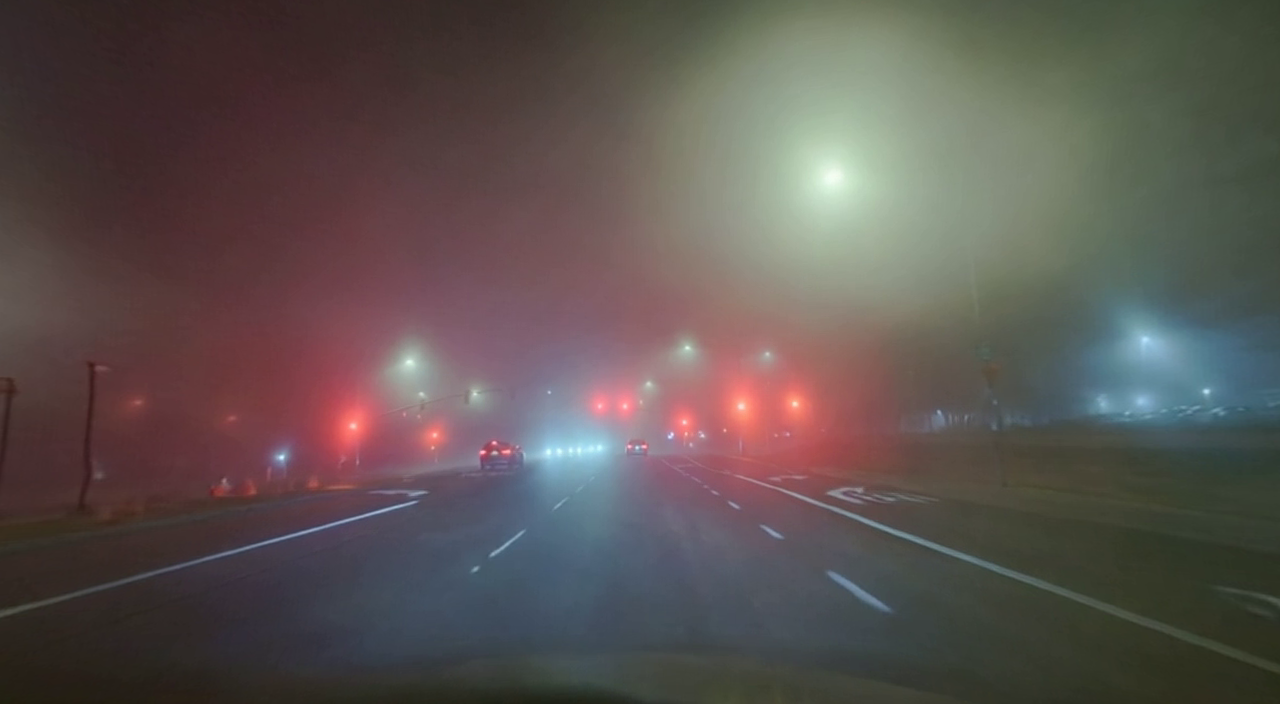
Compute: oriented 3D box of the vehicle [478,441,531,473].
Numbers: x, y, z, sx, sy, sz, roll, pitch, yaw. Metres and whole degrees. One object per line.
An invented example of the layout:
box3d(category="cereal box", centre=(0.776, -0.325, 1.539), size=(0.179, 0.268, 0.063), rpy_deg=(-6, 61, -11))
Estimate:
box3d(category="vehicle", centre=(-6.982, 5.429, 32.935), size=(1.869, 1.570, 4.064), rpy_deg=(0, -8, -1))
